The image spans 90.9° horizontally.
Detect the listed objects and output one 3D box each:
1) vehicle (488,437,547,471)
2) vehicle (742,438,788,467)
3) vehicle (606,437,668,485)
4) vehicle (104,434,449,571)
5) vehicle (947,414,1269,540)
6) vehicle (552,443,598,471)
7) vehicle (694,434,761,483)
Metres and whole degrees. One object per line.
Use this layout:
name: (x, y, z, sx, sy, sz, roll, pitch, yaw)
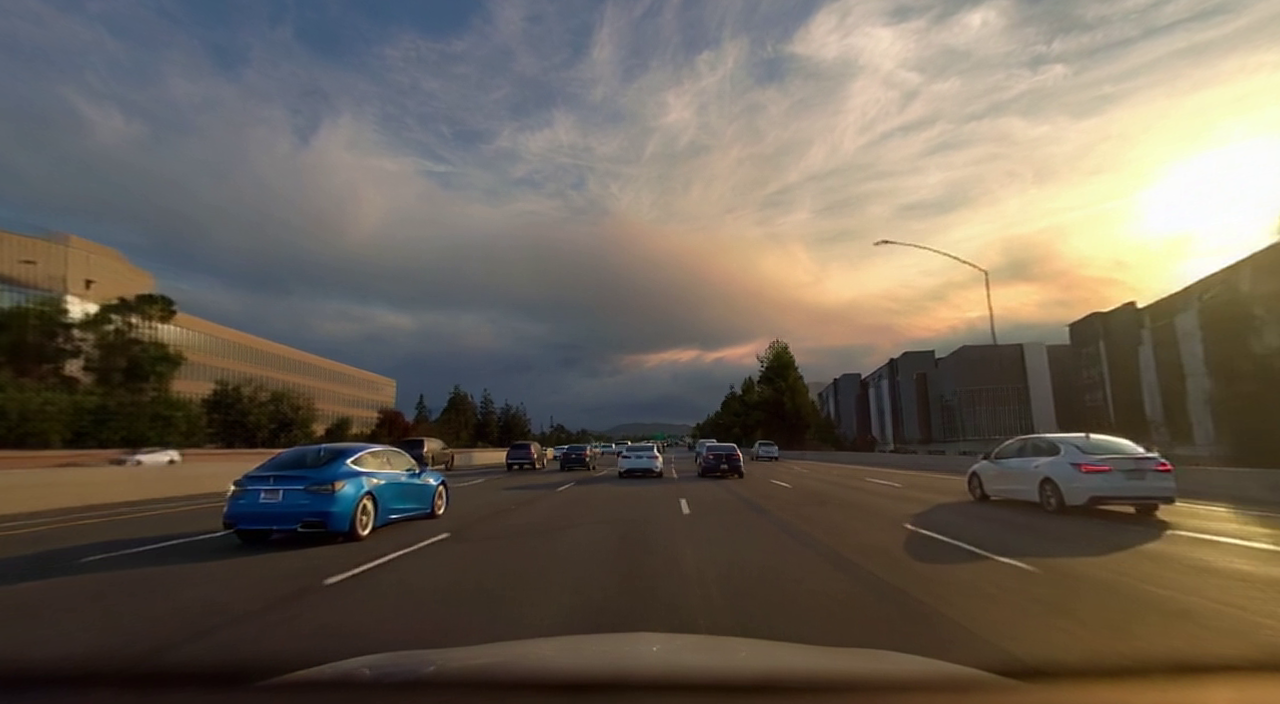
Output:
vehicle: (-7.123, 5.994, 37.382, 2.187, 1.851, 5.085, -1, -8, 4)
vehicle: (7.958, 6.432, 40.519, 2.071, 1.754, 4.484, 0, -8, 1)
vehicle: (-0.019, 4.059, 23.784, 2.102, 1.624, 4.257, -1, -8, 3)
vehicle: (-4.735, 1.999, 9.316, 2.116, 1.473, 4.644, -1, -8, 4)
vehicle: (7.767, 2.111, 11.360, 1.960, 1.726, 5.016, 0, -8, 1)
vehicle: (-3.562, 5.846, 35.231, 1.886, 1.455, 4.148, -1, -8, 3)
vehicle: (3.274, 4.083, 24.476, 2.114, 1.715, 4.136, -1, -8, 2)
